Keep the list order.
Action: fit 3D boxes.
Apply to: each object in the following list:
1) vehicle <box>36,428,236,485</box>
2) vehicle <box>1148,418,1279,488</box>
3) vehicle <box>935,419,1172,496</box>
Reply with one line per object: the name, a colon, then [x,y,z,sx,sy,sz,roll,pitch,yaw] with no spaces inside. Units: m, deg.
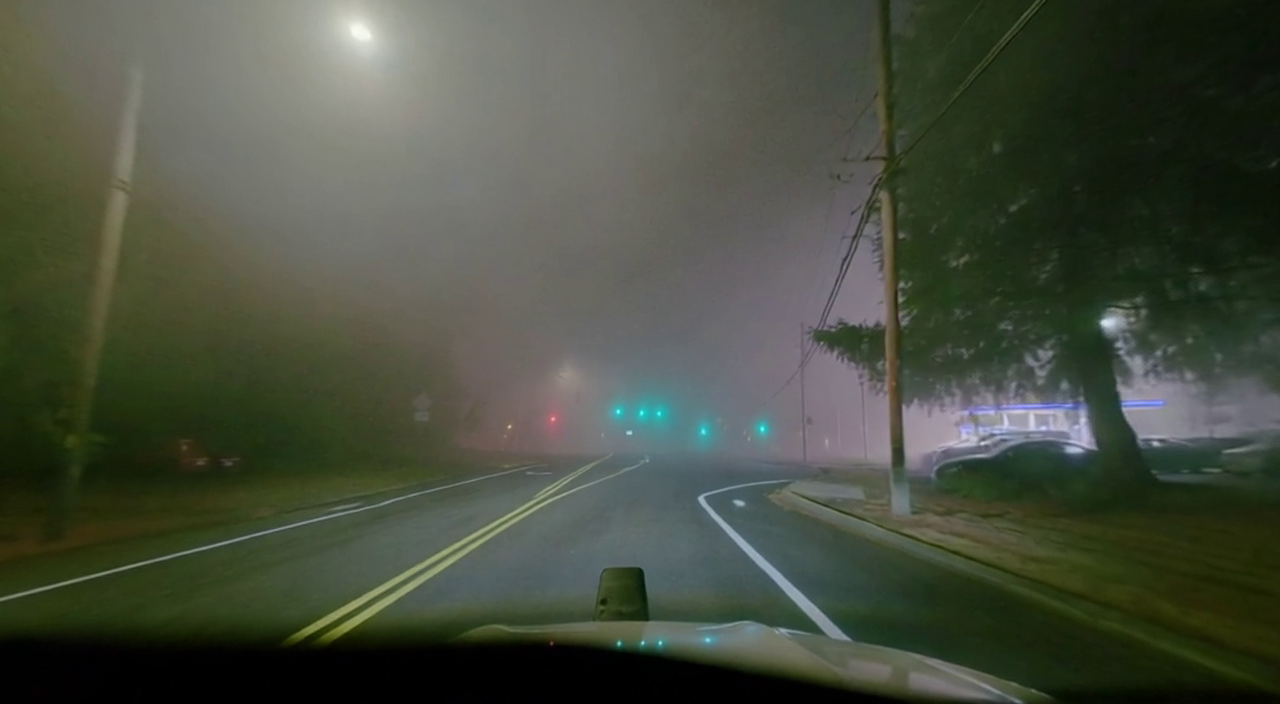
vehicle: [-15.258,3.202,19.469,2.009,1.526,4.730,-1,-9,5]
vehicle: [16.192,2.619,16.335,4.102,1.683,1.879,-1,-9,4]
vehicle: [10.586,2.755,16.568,4.736,1.816,1.999,-3,-9,17]
